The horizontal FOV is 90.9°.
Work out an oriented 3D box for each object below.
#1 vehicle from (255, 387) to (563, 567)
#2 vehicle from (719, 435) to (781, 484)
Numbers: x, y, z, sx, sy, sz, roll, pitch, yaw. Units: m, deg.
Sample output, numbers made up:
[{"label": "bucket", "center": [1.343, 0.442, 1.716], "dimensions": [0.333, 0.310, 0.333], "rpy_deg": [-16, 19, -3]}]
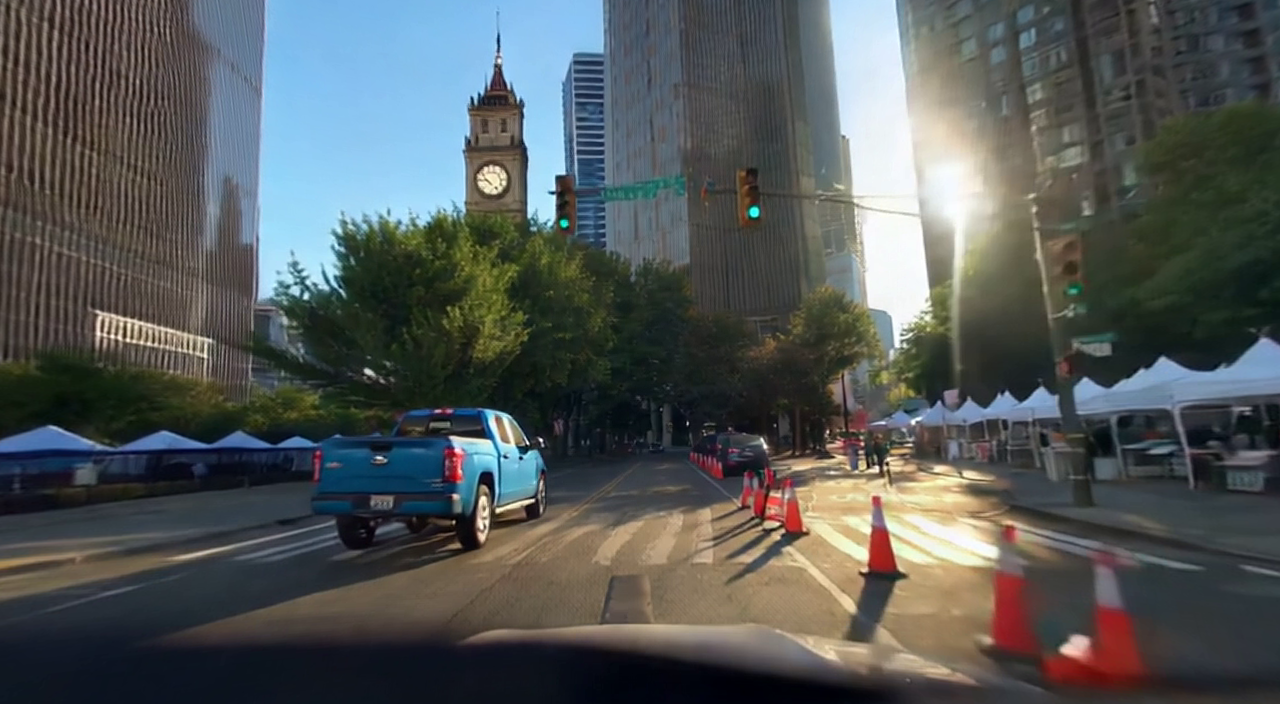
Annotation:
[{"label": "vehicle", "center": [-2.895, 1.780, 9.805], "dimensions": [2.452, 1.954, 5.653], "rpy_deg": [-1, -8, 2]}, {"label": "vehicle", "center": [3.933, 3.880, 23.106], "dimensions": [2.023, 1.607, 4.225], "rpy_deg": [-1, -8, 7]}]
